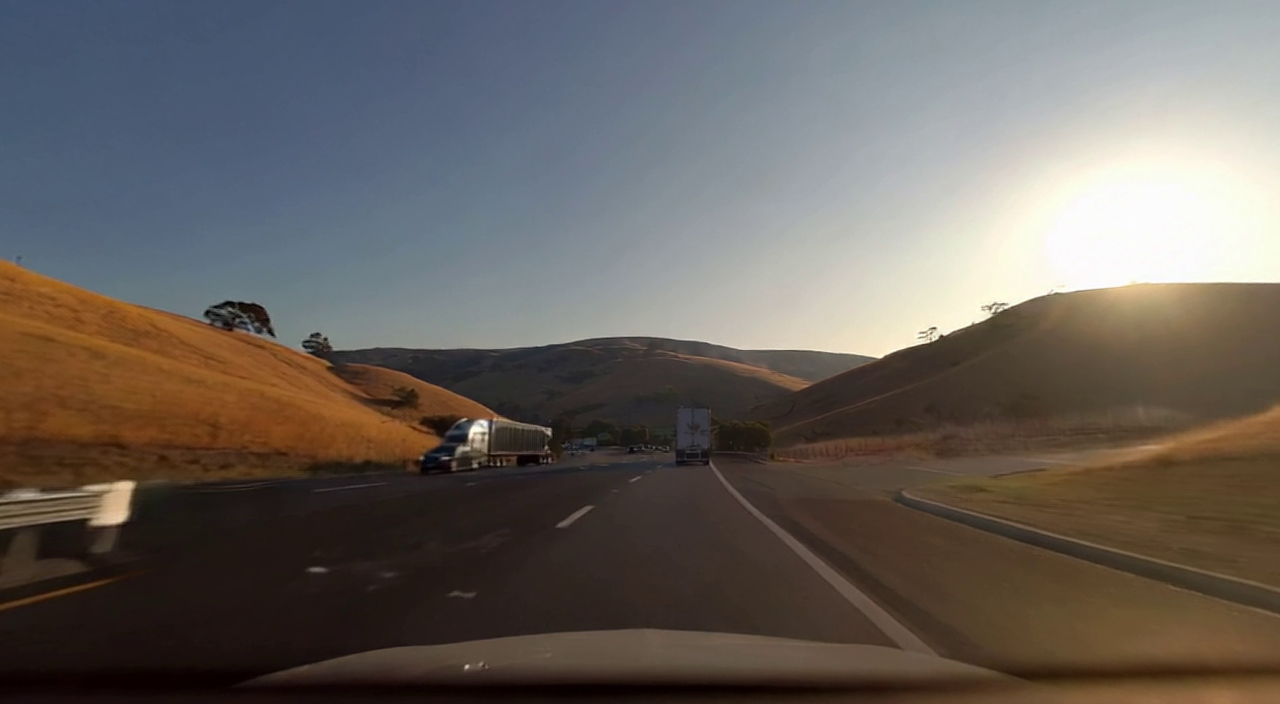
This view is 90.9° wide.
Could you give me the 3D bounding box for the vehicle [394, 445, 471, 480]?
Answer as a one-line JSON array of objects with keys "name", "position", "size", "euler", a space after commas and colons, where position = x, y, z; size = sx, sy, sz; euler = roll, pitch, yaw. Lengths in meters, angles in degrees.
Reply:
[{"name": "vehicle", "position": [-10.354, 5.508, 31.817], "size": [1.985, 1.610, 4.553], "euler": [-1, -9, 5]}]
